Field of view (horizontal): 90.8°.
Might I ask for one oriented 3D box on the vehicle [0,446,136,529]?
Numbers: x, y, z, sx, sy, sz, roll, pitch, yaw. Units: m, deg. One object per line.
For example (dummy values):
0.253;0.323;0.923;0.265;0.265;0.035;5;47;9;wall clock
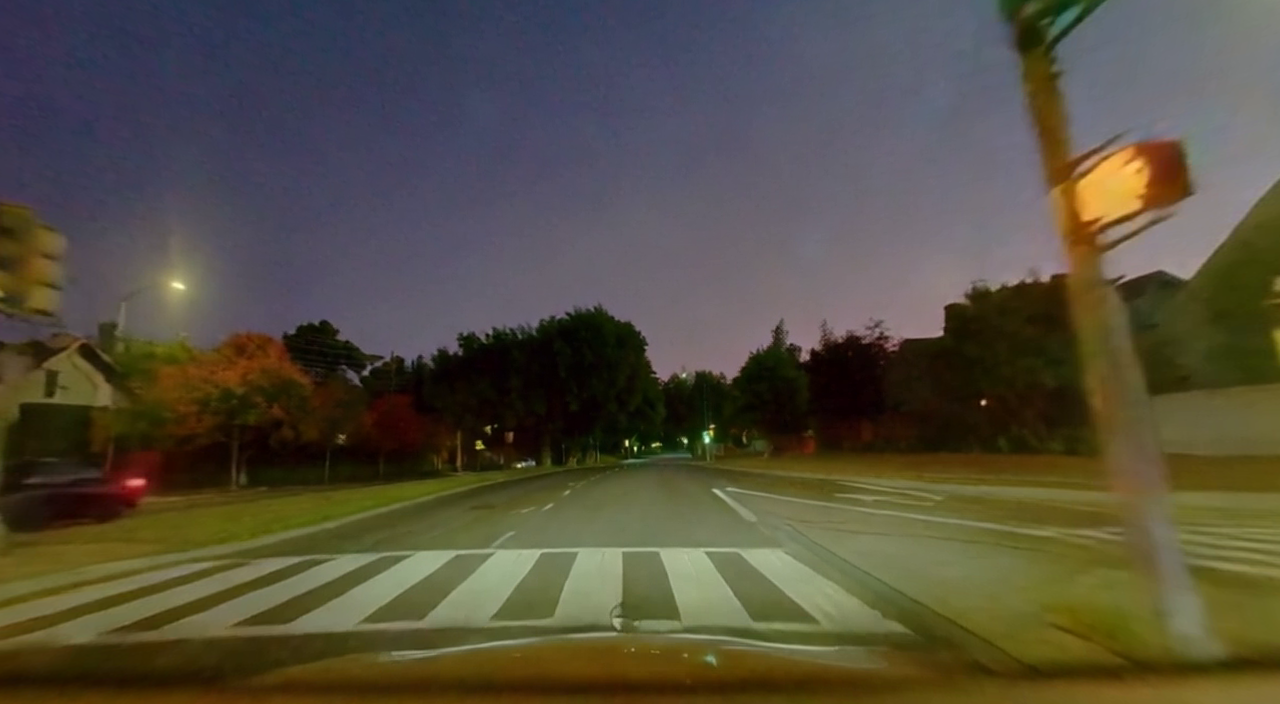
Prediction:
-14.905;3.083;14.648;2.106;1.782;4.974;-1;-8;4;vehicle
